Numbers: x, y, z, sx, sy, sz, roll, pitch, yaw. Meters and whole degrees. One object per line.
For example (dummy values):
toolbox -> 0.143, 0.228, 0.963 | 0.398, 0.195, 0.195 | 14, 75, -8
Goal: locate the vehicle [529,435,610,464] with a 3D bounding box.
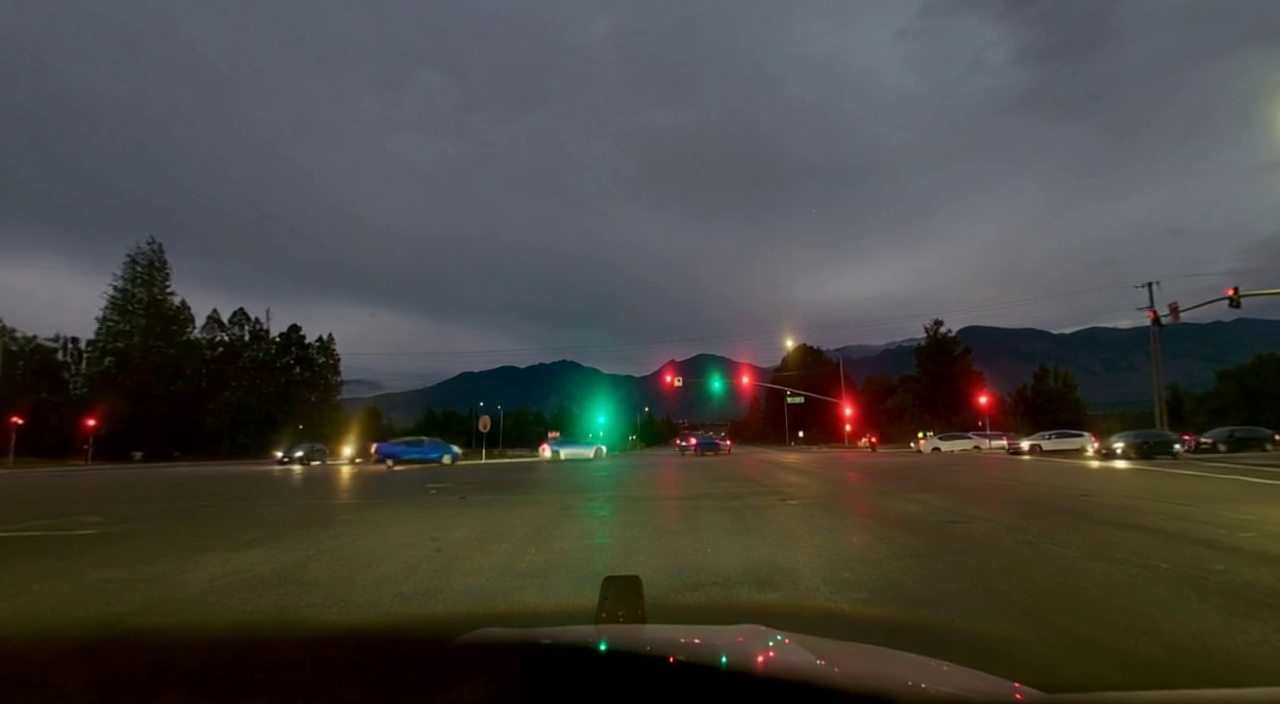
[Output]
vehicle -> -4.093, 5.674, 36.836 | 4.218, 1.542, 2.044 | 6, -11, -36

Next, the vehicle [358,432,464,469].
vehicle -> -11.472, 4.959, 31.778 | 4.812, 1.735, 2.105 | 3, -9, -21

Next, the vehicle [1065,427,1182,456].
vehicle -> 28.369, 5.274, 37.202 | 5.100, 1.680, 2.055 | 0, -9, 1

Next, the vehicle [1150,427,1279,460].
vehicle -> 27.311, 4.309, 29.795 | 4.778, 1.495, 1.959 | 0, -9, 0

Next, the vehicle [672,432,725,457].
vehicle -> 4.612, 7.200, 49.047 | 2.246, 1.805, 5.228 | -5, -10, 27
